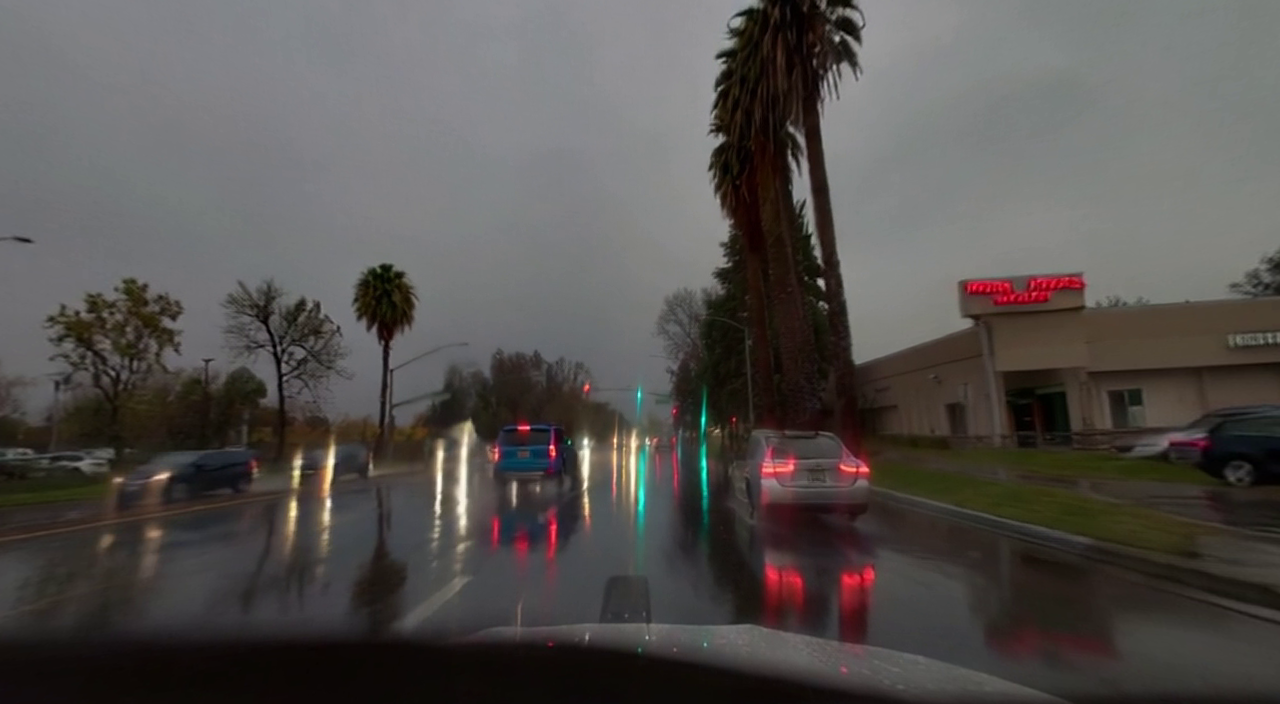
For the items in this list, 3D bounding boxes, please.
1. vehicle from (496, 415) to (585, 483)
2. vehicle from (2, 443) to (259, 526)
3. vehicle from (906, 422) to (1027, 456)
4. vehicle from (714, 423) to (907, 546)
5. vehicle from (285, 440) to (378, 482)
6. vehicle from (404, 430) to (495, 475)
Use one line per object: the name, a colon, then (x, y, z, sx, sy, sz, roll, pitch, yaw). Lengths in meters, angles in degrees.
vehicle: (-3.134, 3.207, 20.918, 2.152, 1.987, 4.527, 0, -9, 1)
vehicle: (-10.797, 2.794, 13.910, 2.025, 1.525, 4.318, 0, -9, 0)
vehicle: (15.354, 4.151, 29.915, 4.680, 1.506, 2.017, -2, -9, 14)
vehicle: (2.326, 1.939, 9.938, 1.919, 1.472, 4.470, 0, -8, 2)
vehicle: (-14.228, 5.034, 29.385, 1.961, 1.757, 4.557, 0, -9, 0)
vehicle: (-6.599, 3.541, 22.354, 1.751, 1.445, 4.340, 0, -9, 2)
